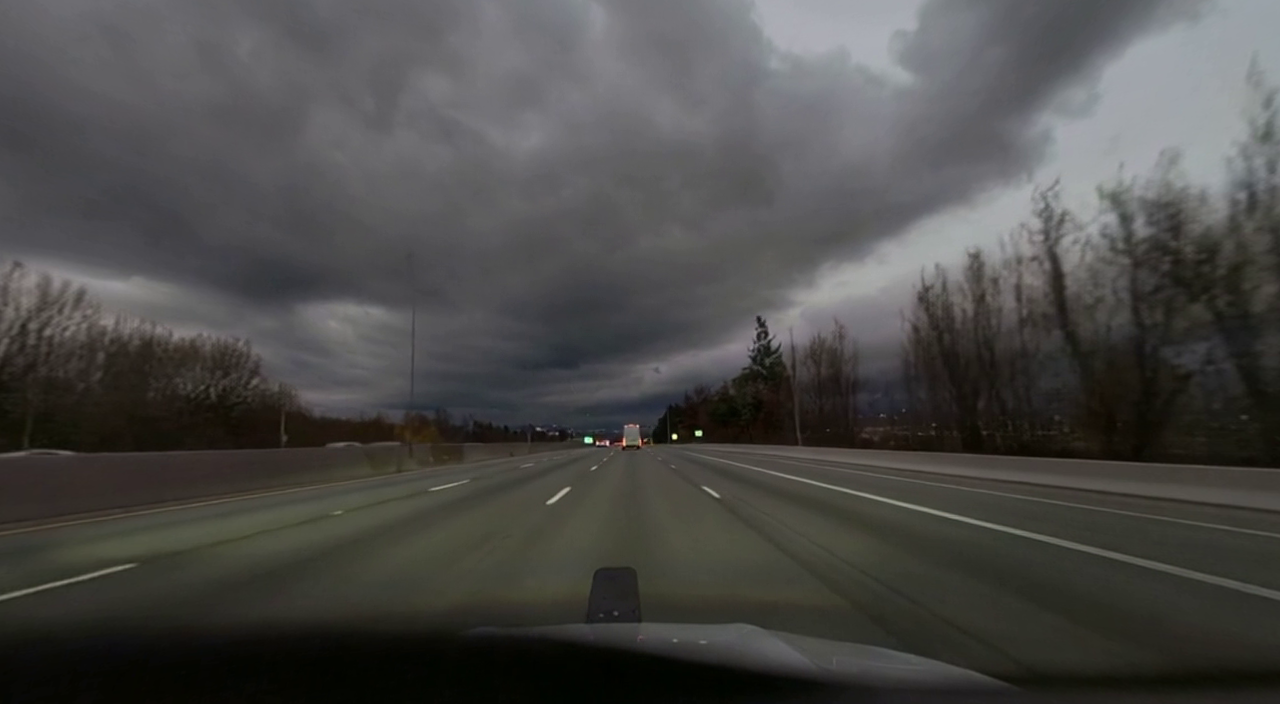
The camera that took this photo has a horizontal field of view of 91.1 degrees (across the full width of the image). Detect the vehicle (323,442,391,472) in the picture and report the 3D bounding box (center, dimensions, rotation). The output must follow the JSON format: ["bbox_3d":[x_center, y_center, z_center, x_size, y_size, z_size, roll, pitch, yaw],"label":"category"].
[{"bbox_3d":[-15.270,5.640,34.140,1.854,1.462,4.237,0,-8,-2],"label":"vehicle"}]
